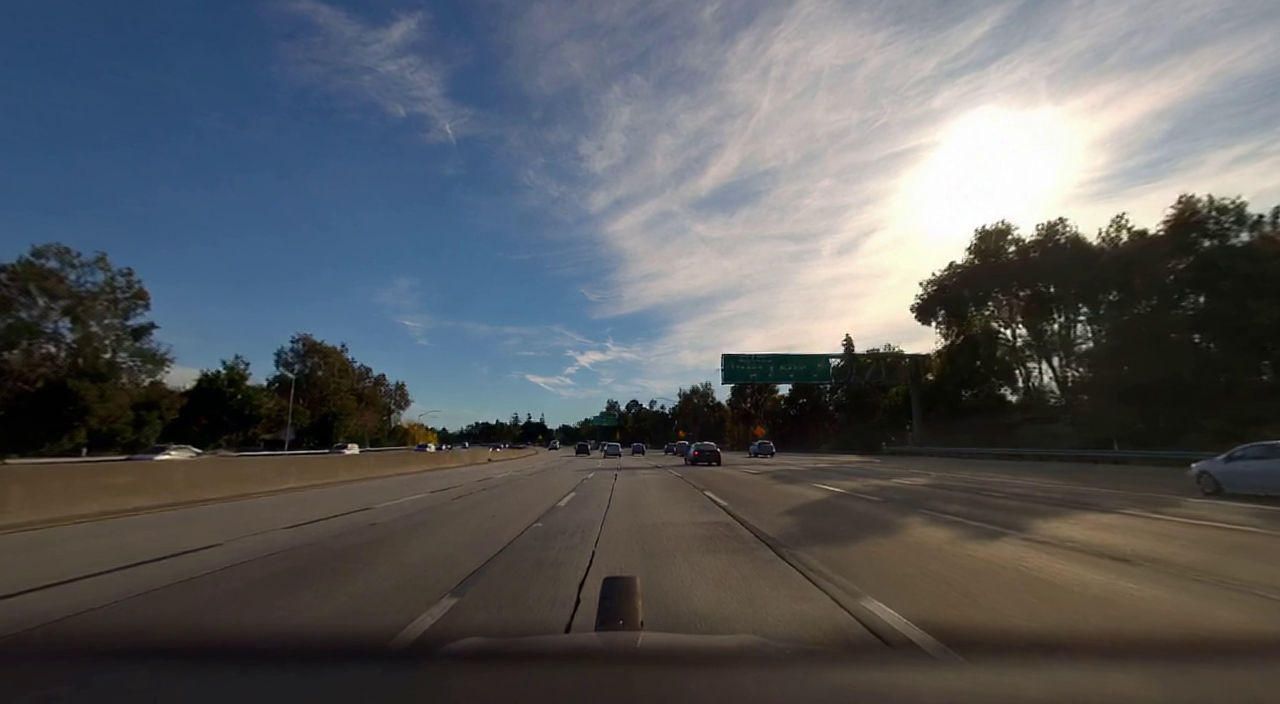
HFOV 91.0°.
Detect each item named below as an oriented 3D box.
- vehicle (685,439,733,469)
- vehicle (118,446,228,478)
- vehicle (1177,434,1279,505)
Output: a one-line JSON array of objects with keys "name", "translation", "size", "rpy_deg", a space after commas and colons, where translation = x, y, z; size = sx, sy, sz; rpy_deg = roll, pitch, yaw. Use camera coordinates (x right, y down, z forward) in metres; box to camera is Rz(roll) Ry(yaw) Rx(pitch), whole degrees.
[{"name": "vehicle", "translation": [3.855, 5.767, 35.742], "size": [1.975, 1.562, 3.823], "rpy_deg": [1, -9, -5]}, {"name": "vehicle", "translation": [-24.603, 5.786, 33.469], "size": [2.194, 1.555, 4.856], "rpy_deg": [0, -9, -1]}, {"name": "vehicle", "translation": [14.397, 2.459, 13.173], "size": [1.899, 1.475, 4.905], "rpy_deg": [0, -9, -2]}]
